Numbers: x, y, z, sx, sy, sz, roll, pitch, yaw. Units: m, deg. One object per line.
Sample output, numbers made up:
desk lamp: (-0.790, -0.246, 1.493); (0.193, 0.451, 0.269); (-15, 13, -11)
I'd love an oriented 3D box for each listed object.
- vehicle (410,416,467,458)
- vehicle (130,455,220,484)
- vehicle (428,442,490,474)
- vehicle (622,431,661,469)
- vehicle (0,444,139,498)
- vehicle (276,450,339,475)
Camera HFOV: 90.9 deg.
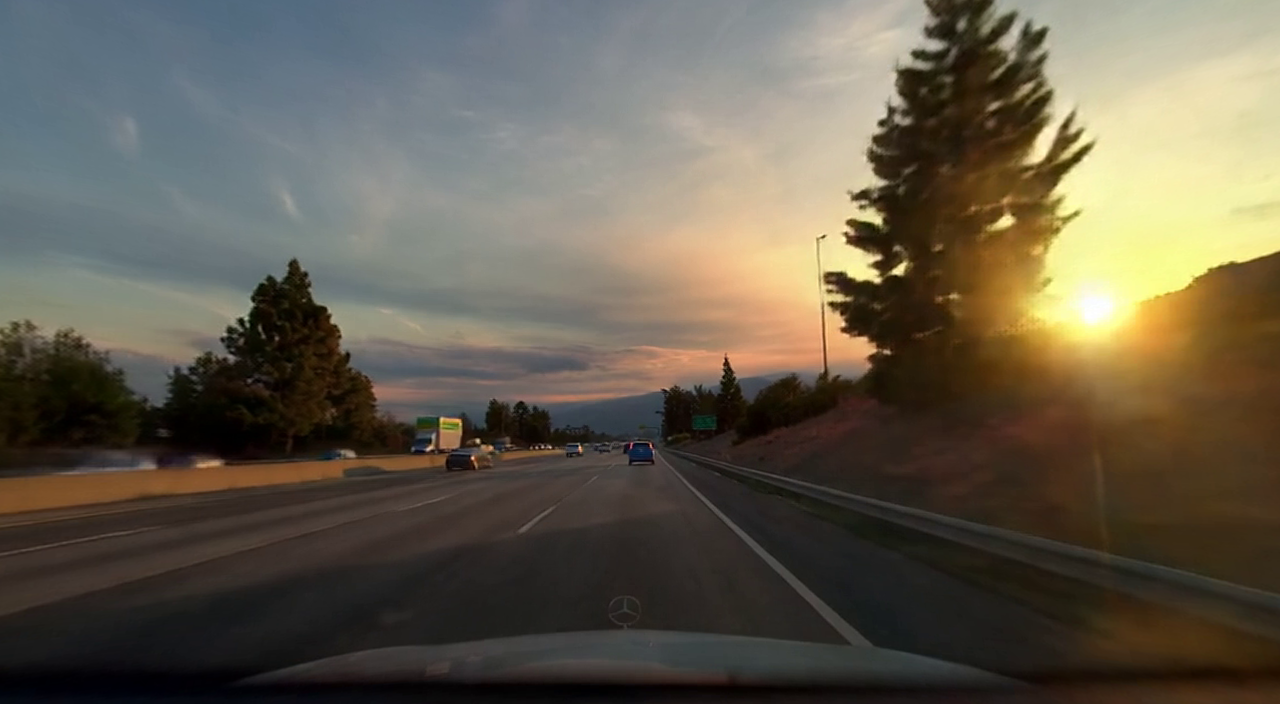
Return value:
vehicle: (-14.040, 5.980, 44.257); (2.499, 2.625, 4.804); (-3, -9, -2)
vehicle: (-27.380, 6.901, 37.353); (1.951, 1.499, 4.305); (0, -8, 1)
vehicle: (-10.179, 5.970, 35.899); (2.037, 1.661, 4.885); (0, -8, 1)
vehicle: (0.092, 6.064, 39.161); (2.318, 2.145, 4.561); (0, -8, 0)
vehicle: (-20.424, 4.010, 21.787); (2.182, 1.628, 4.863); (0, -8, 1)
vehicle: (-23.465, 7.792, 44.719); (2.041, 1.631, 4.392); (0, -8, 1)
